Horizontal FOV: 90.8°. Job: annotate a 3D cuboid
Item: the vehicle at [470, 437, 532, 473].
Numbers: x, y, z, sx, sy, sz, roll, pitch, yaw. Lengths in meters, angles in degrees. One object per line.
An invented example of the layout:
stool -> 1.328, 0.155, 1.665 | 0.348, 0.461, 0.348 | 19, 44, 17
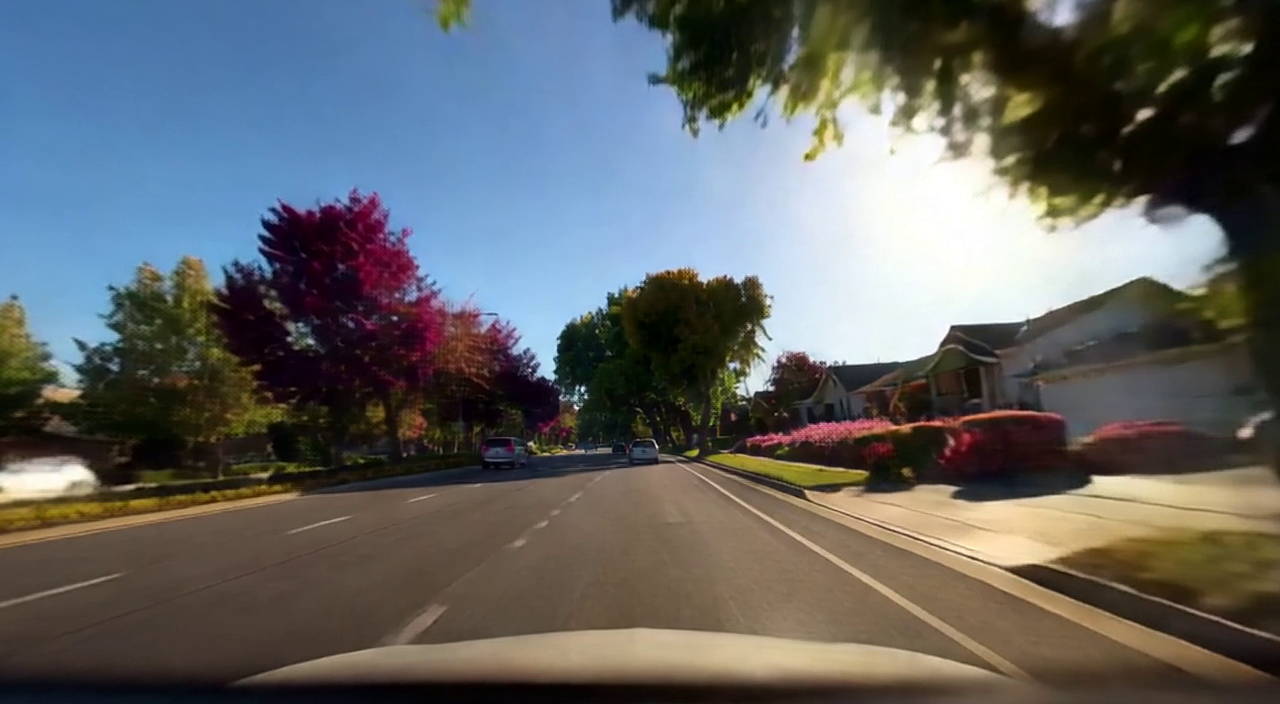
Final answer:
vehicle -> -6.838, 5.135, 31.627 | 1.993, 1.657, 4.487 | 0, -9, 1

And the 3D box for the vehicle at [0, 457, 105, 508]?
vehicle -> -20.764, 4.281, 20.933 | 1.877, 1.507, 4.722 | 0, -9, 0

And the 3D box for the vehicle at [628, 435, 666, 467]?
vehicle -> 0.420, 5.817, 37.328 | 2.070, 1.764, 4.552 | 0, -9, 1
